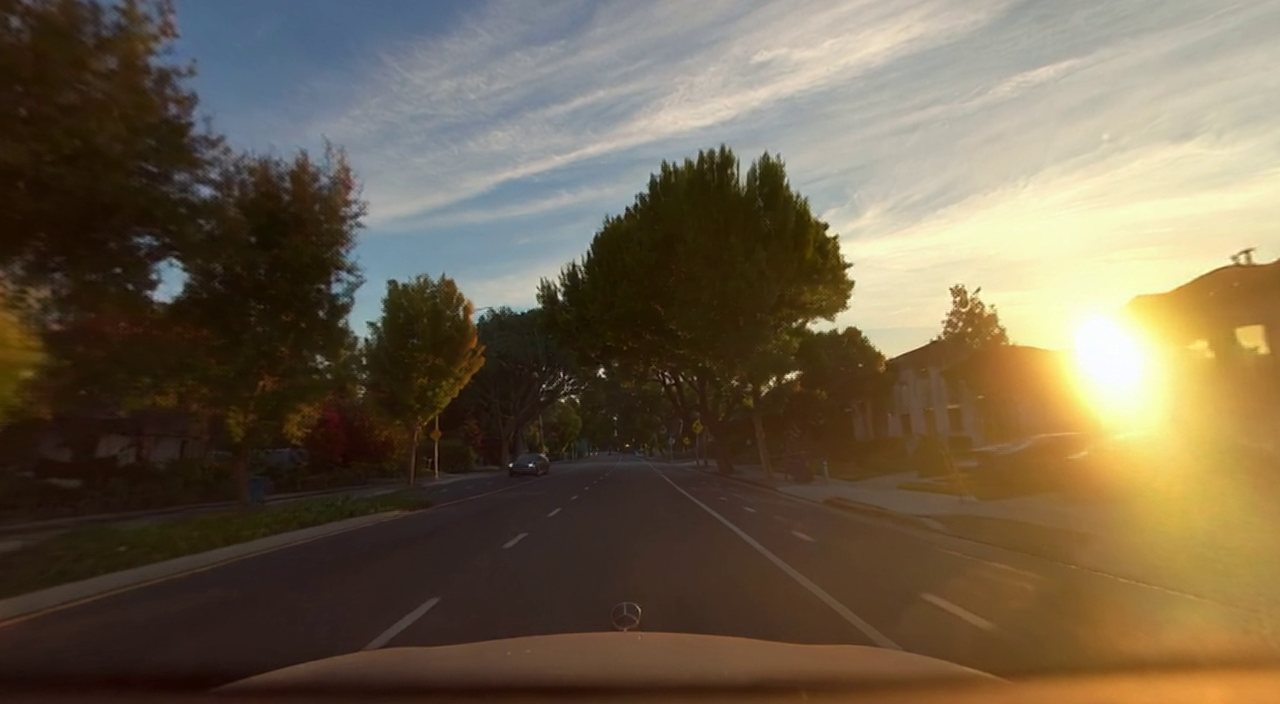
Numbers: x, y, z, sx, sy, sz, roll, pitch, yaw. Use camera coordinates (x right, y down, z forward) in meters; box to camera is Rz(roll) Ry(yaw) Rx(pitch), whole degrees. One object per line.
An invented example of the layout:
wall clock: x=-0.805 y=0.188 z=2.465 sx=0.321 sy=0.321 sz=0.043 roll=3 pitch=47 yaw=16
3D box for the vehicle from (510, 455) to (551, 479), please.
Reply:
vehicle: x=-7.408 y=7.835 z=43.247 sx=2.006 sy=1.501 sz=4.789 roll=0 pitch=-9 yaw=0
